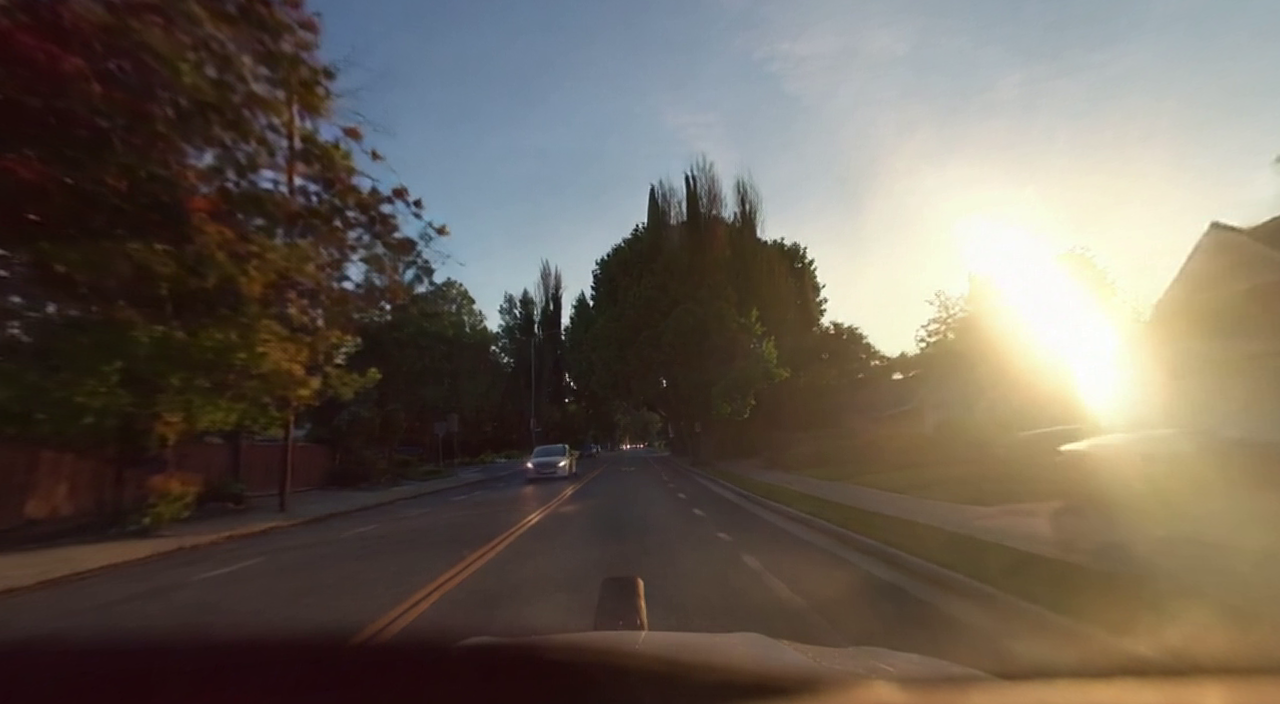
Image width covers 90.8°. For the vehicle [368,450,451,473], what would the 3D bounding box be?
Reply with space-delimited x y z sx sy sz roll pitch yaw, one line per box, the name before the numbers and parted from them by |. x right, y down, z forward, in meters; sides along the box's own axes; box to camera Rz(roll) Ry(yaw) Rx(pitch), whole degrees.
vehicle | -15.330 7.289 42.137 4.779 1.453 1.970 -2 -9 10

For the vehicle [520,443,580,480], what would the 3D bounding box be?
vehicle | -3.967 4.915 28.637 1.996 1.519 4.559 0 -9 0
